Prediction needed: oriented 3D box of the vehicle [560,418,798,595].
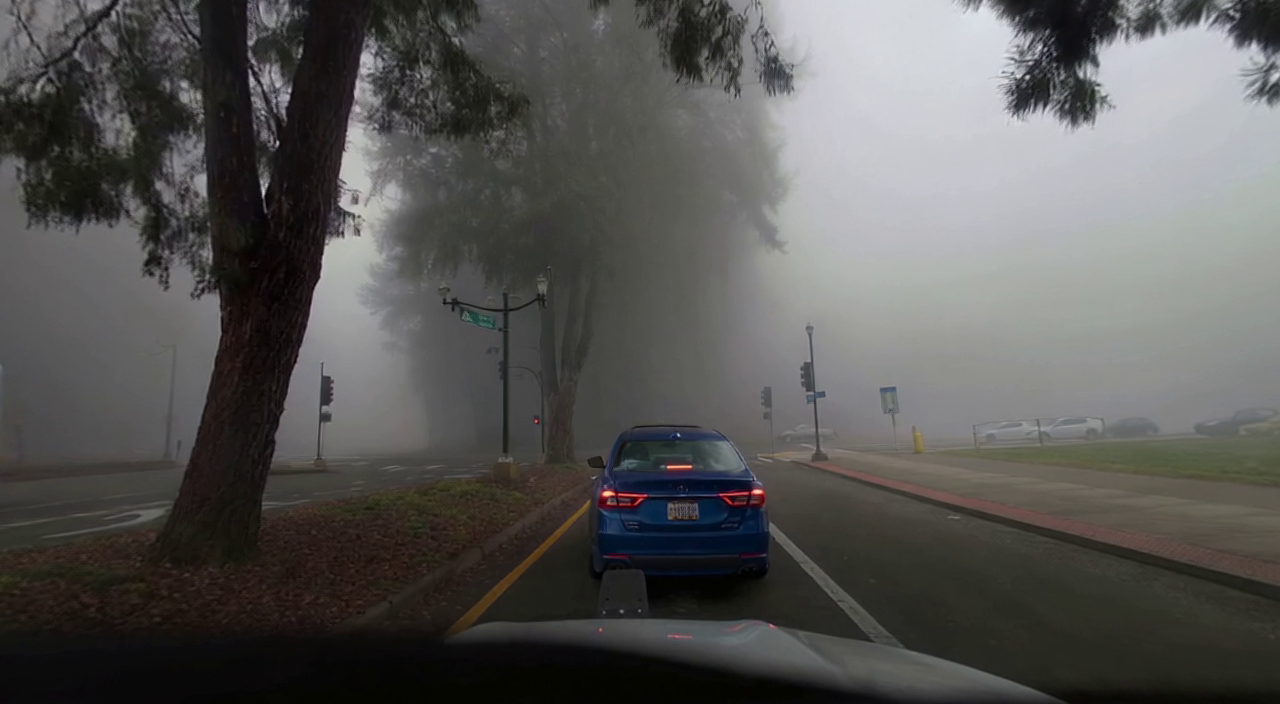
[{"bbox_3d":[0.371,1.612,7.393,2.035,1.499,3.799,0,-8,1],"label":"vehicle"}]
